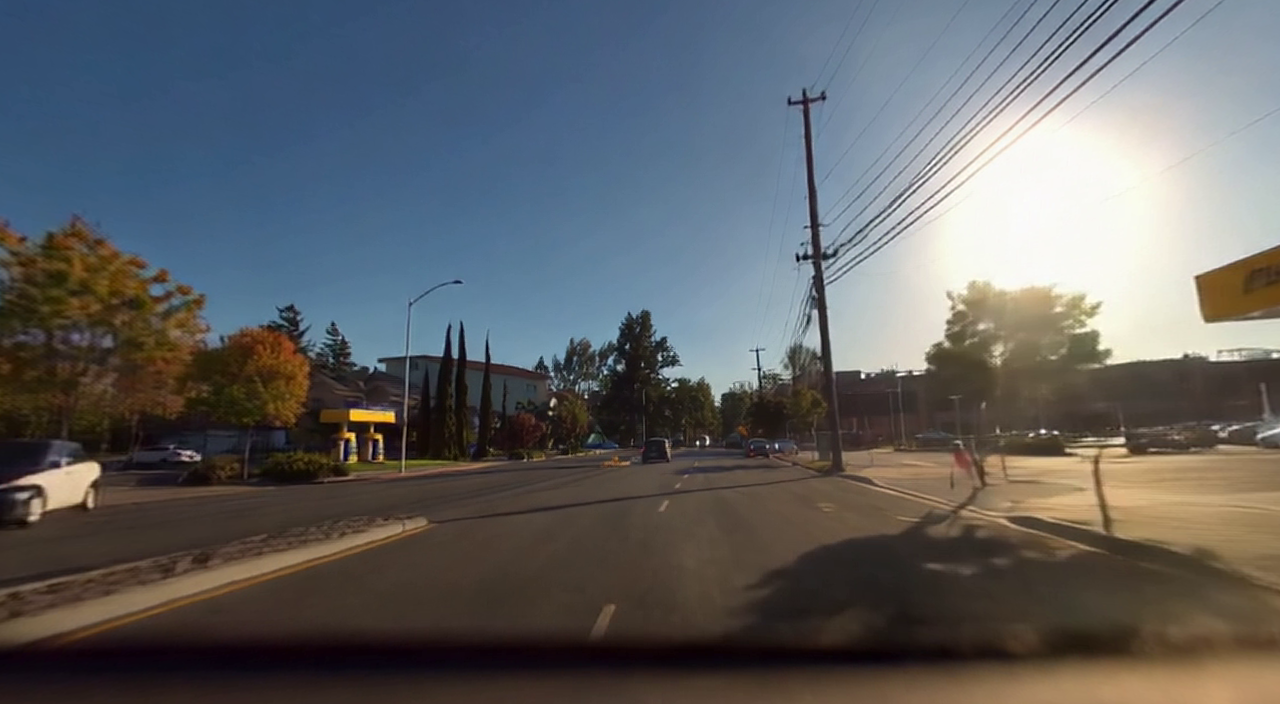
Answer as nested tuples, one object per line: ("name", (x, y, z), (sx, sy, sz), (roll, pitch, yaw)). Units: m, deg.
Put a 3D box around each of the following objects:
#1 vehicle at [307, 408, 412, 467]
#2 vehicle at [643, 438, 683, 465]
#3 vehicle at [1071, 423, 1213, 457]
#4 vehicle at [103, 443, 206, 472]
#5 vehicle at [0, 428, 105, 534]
("vehicle", (-18.505, 5.779, 42.286), (2.923, 3.546, 7.640), (-1, -8, 5))
("vehicle", (1.445, 6.046, 38.435), (2.073, 1.525, 3.968), (-1, -8, 7))
("vehicle", (23.415, 4.152, 29.711), (1.908, 1.474, 4.885), (2, -9, -16))
("vehicle", (-34.529, 7.505, 45.116), (2.111, 1.883, 5.784), (-2, -8, 10))
("vehicle", (-14.852, 2.962, 15.141), (5.575, 2.142, 1.996), (-7, -11, 40))
